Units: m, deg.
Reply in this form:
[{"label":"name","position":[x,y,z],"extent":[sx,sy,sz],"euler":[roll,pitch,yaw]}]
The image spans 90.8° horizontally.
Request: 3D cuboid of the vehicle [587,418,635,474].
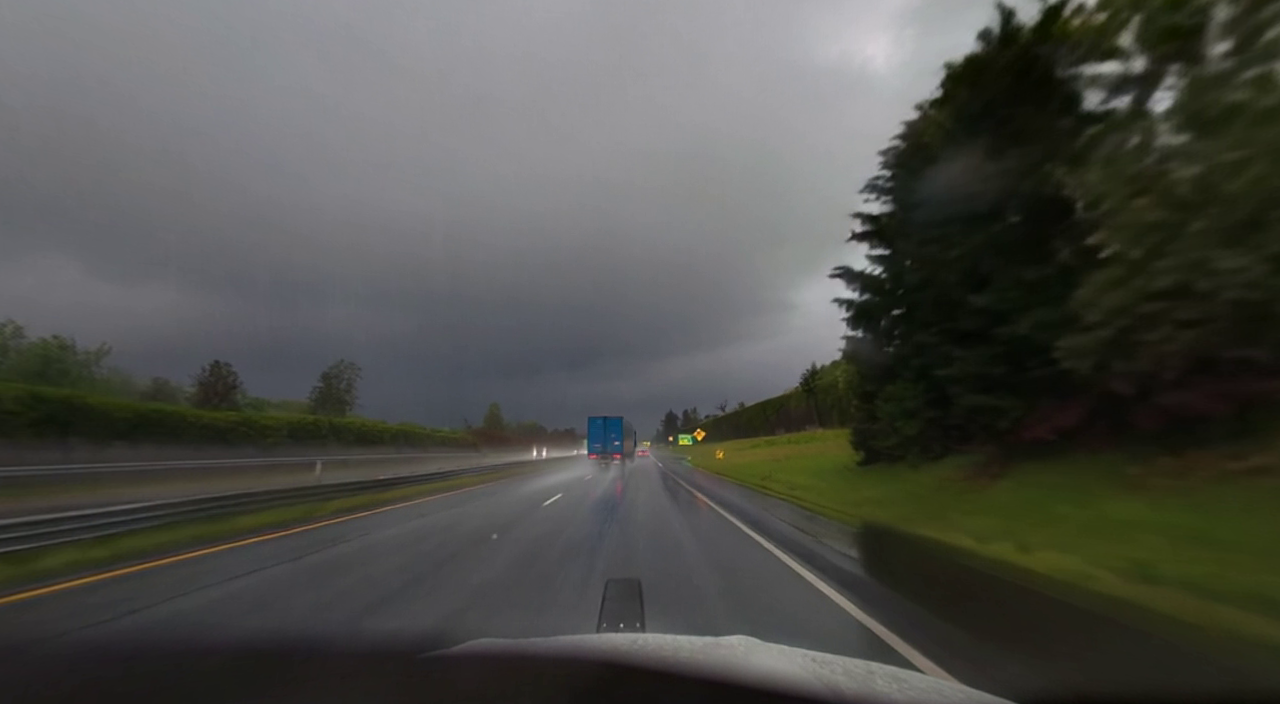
[{"label":"vehicle","position":[-1.740,6.033,40.415],"extent":[2.704,3.270,6.745],"euler":[0,-9,0]}]
